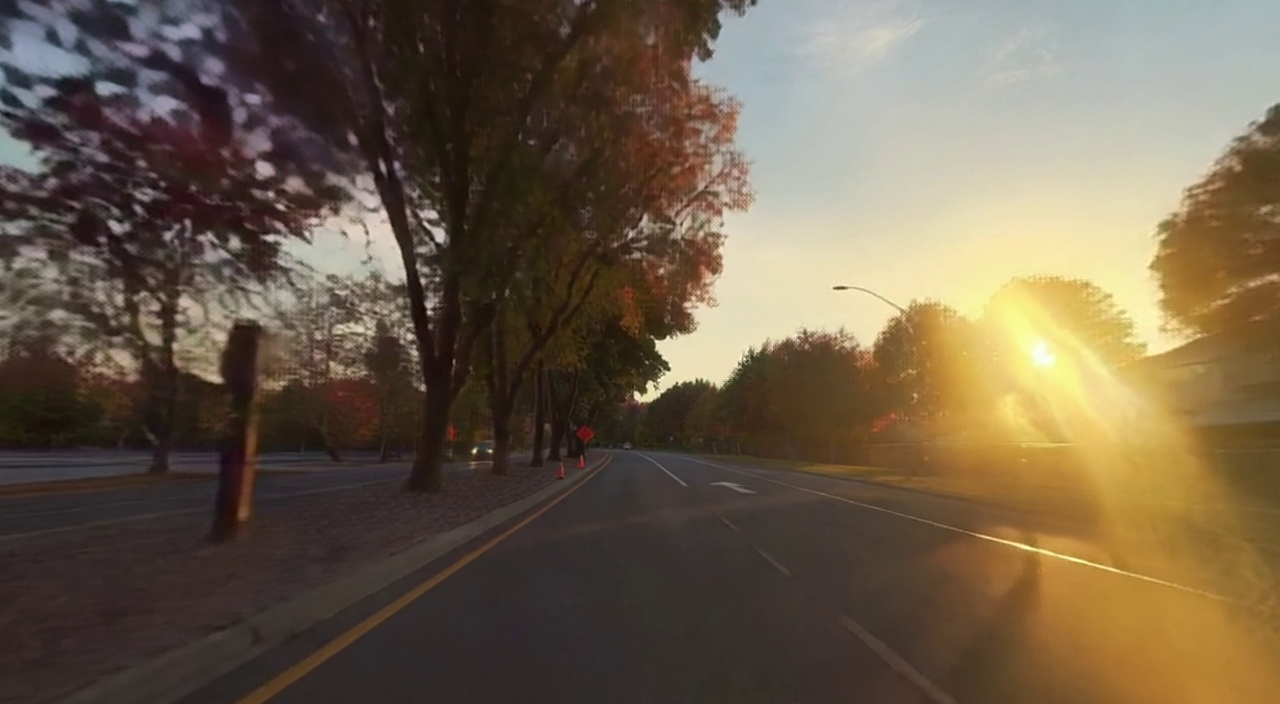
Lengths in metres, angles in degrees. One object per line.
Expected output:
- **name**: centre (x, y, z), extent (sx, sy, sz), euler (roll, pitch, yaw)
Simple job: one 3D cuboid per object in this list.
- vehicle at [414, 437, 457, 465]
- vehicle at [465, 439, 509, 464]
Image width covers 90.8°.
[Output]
- **vehicle**: centre (-15.712, 7.594, 48.620), extent (2.340, 2.062, 3.192), euler (0, -9, -3)
- **vehicle**: centre (-11.554, 7.569, 48.010), extent (2.236, 1.758, 4.564), euler (0, -9, -1)
